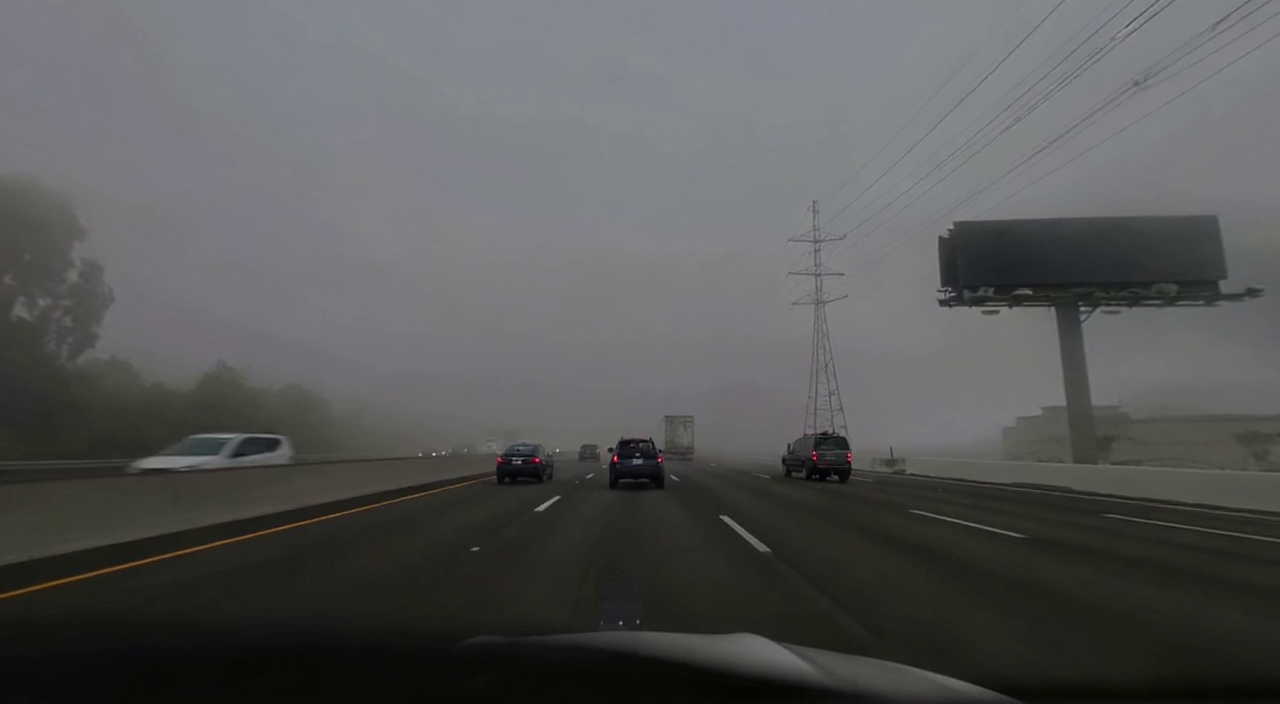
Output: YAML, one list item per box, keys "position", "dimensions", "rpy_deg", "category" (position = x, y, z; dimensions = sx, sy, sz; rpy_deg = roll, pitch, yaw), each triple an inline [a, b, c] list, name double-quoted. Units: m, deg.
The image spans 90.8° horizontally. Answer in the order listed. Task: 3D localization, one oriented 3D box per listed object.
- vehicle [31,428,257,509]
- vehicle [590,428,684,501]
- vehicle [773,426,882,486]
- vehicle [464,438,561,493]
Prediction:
- position: [-10.127, 2.399, 13.327]
  dimensions: [1.842, 1.459, 3.596]
  rpy_deg: [0, -9, -1]
  category: "vehicle"
- position: [-0.102, 2.944, 16.865]
  dimensions: [2.191, 1.685, 4.015]
  rpy_deg: [0, -9, -1]
  category: "vehicle"
- position: [6.832, 3.888, 23.802]
  dimensions: [2.302, 1.973, 5.502]
  rpy_deg: [0, -9, -1]
  category: "vehicle"
- position: [-3.815, 3.487, 19.828]
  dimensions: [2.025, 1.498, 4.675]
  rpy_deg: [0, -9, 0]
  category: "vehicle"
